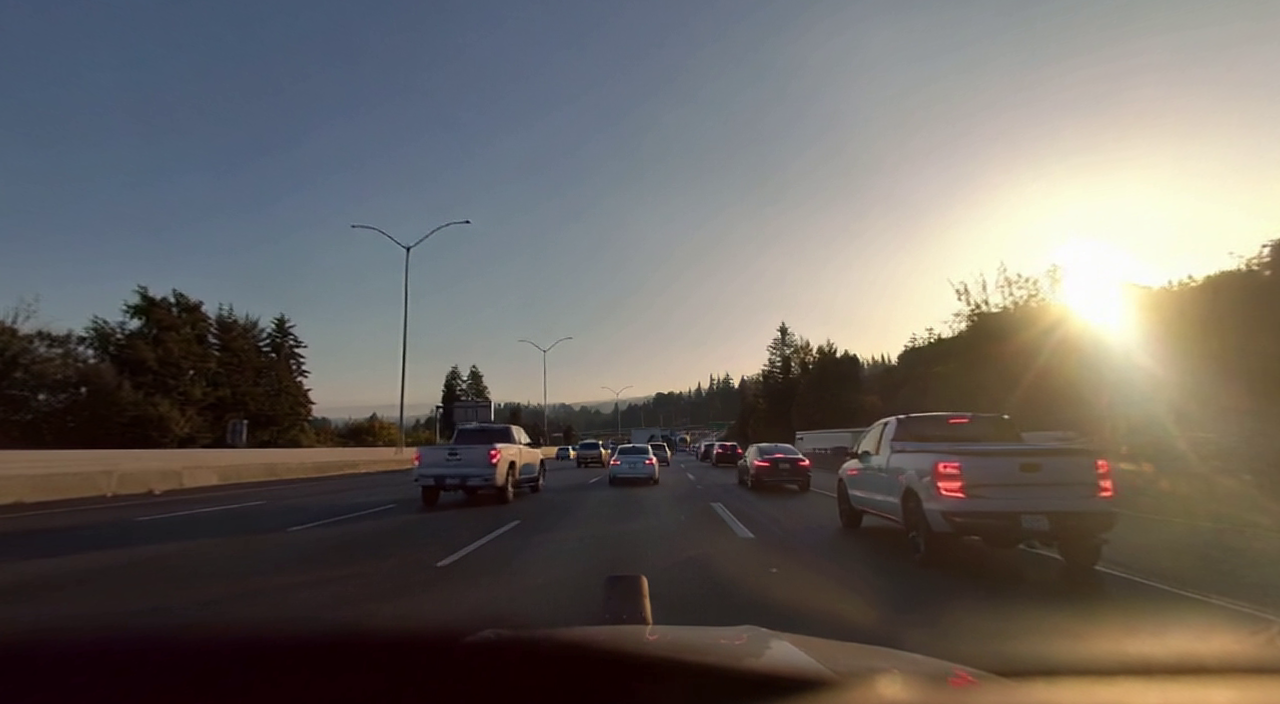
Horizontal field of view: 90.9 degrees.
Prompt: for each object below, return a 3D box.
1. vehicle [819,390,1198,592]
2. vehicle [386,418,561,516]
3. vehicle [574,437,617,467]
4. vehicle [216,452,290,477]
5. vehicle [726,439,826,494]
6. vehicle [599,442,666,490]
[{"bbox_3d":[3.918,1.560,7.938,1.999,1.777,4.578,0,-8,1],"label":"vehicle"},{"bbox_3d":[-3.623,2.674,15.298,2.395,1.892,5.995,0,-8,2],"label":"vehicle"},{"bbox_3d":[-2.830,6.586,41.651,2.110,1.811,5.585,-1,-8,4],"label":"vehicle"},{"bbox_3d":[-25.790,7.477,42.186,1.956,1.476,4.412,-1,-8,3],"label":"vehicle"},{"bbox_3d":[4.036,3.480,19.580,1.907,1.474,4.840,0,-8,-2],"label":"vehicle"},{"bbox_3d":[-0.153,3.803,21.489,2.070,1.456,4.029,0,-8,2],"label":"vehicle"}]
